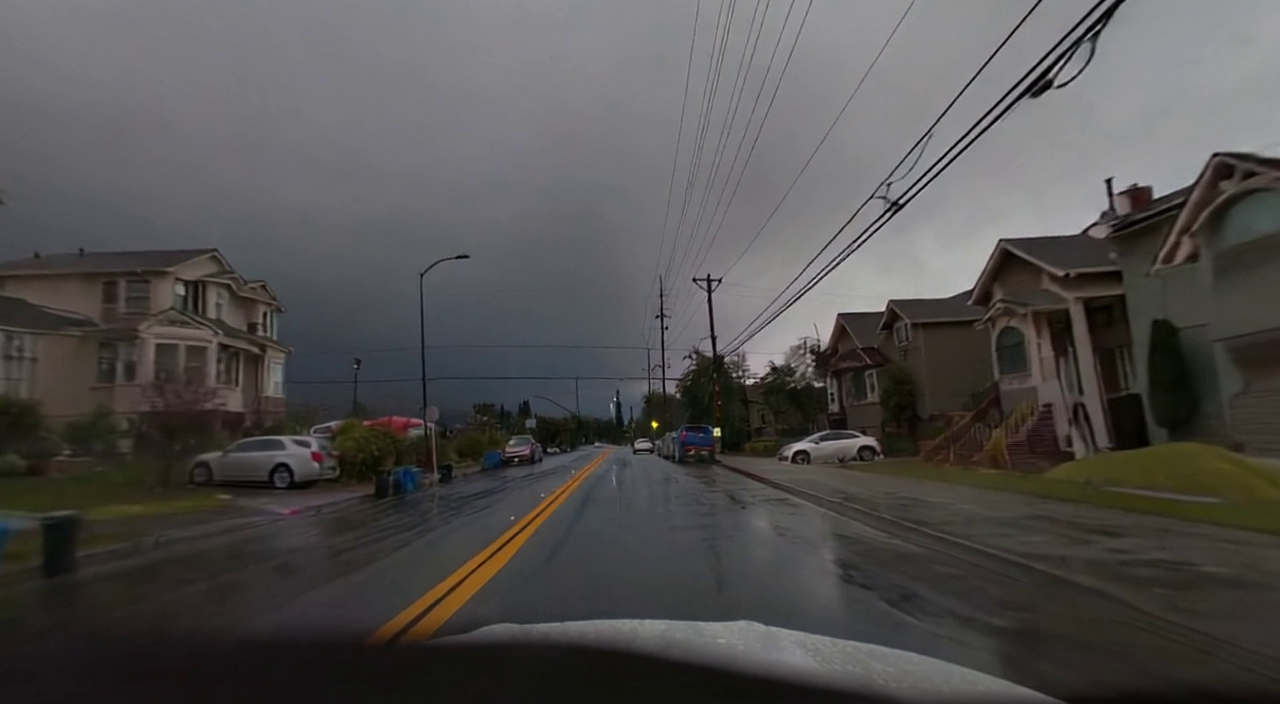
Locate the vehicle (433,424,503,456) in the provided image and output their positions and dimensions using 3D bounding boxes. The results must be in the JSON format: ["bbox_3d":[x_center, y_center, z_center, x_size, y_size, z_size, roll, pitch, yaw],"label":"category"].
[{"bbox_3d":[-12.802,6.632,47.097,4.662,2.140,2.117,3,-9,-5],"label":"vehicle"}]

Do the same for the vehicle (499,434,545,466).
[{"bbox_3d":[-7.264,6.002,39.020,1.994,1.588,4.148,-5,-6,-1],"label":"vehicle"}]

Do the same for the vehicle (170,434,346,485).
[{"bbox_3d":[-12.280,3.436,20.461,4.484,1.538,1.901,0,-7,2],"label":"vehicle"}]

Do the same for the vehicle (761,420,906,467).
[{"bbox_3d":[7.213,3.498,23.902,4.893,1.642,1.874,1,-10,1],"label":"vehicle"}]

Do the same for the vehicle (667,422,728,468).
[{"bbox_3d":[2.536,4.333,29.429,2.277,1.917,5.495,0,-8,-1],"label":"vehicle"}]

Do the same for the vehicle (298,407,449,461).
[{"bbox_3d":[-14.661,4.561,34.865,7.267,2.775,2.786,-2,-9,12],"label":"vehicle"}]
